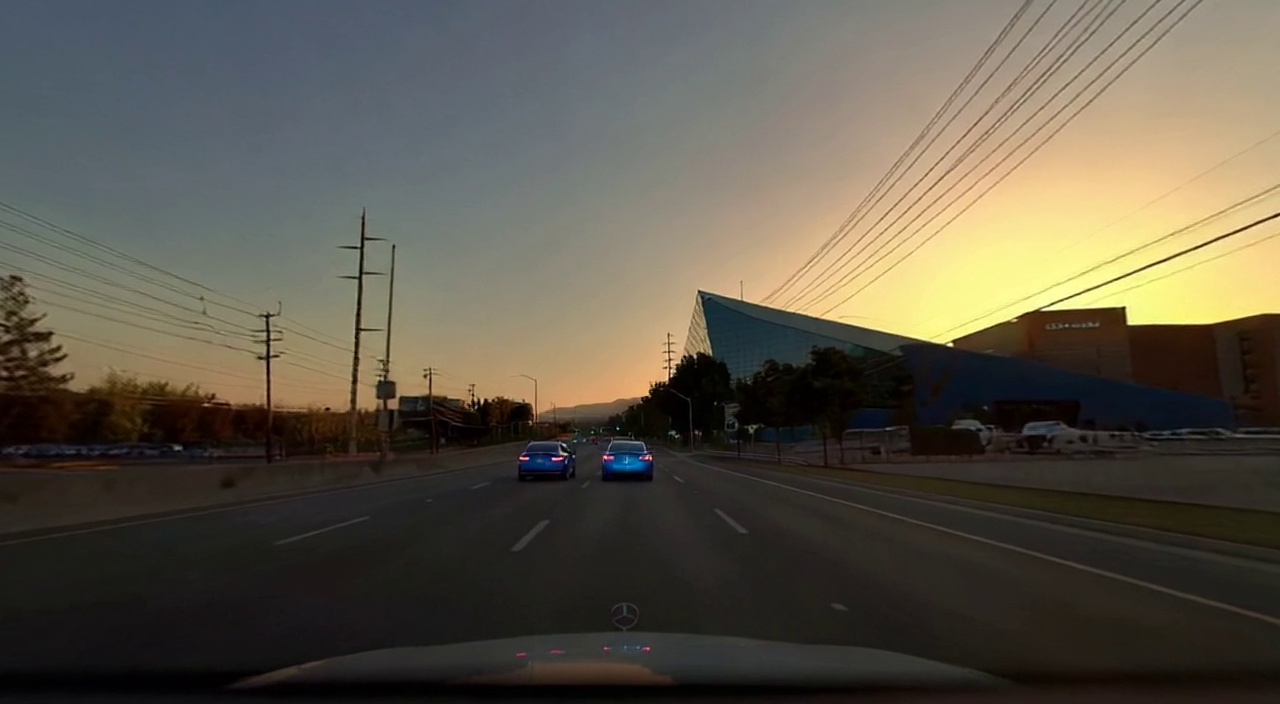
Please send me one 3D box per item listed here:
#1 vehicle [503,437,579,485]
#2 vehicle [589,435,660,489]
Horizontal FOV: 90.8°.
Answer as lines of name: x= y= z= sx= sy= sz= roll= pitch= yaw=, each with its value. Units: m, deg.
vehicle: x=-3.565 y=4.055 z=23.793 sx=1.985 sy=1.607 sz=4.892 roll=0 pitch=-8 yaw=1
vehicle: x=-0.490 y=3.734 z=21.674 sx=2.189 sy=1.652 sz=4.135 roll=0 pitch=-9 yaw=0
